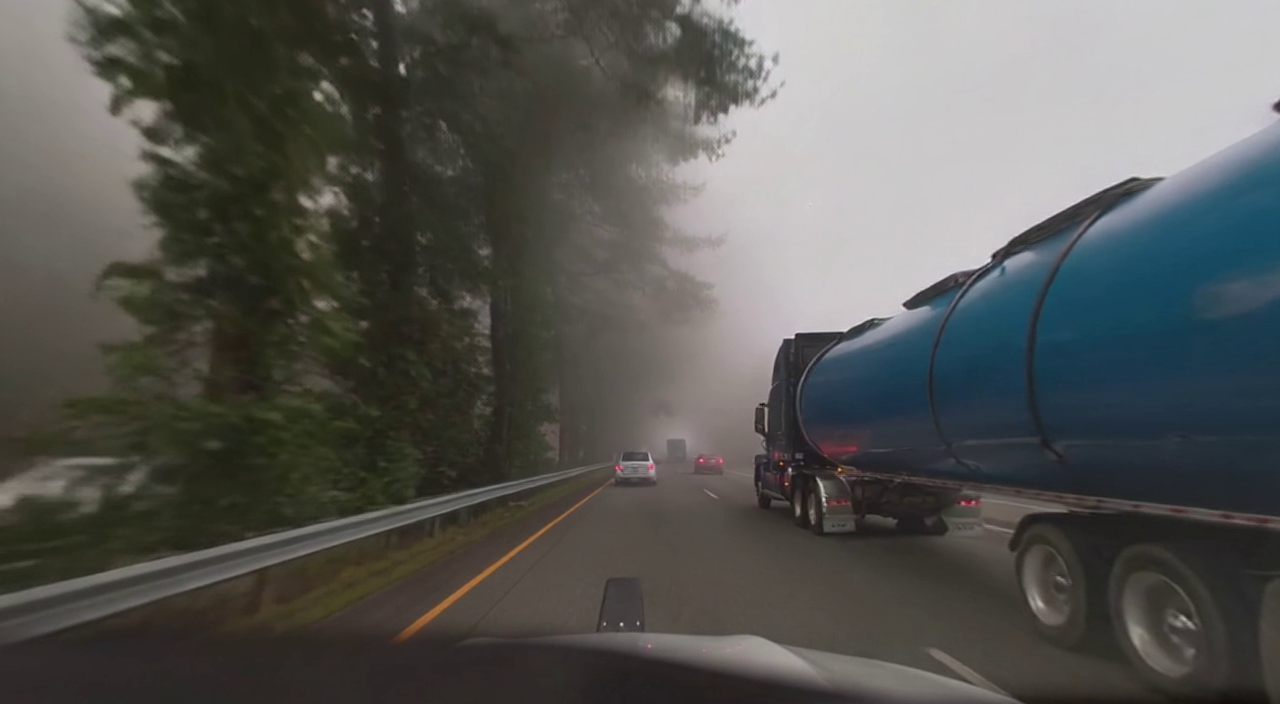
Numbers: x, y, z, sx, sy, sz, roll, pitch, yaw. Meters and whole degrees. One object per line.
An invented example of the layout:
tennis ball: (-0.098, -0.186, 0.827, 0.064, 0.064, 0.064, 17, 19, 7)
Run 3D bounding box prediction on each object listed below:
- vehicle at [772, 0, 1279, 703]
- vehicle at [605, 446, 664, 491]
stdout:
vehicle: (3.911, 0.559, 6.147, 2.694, 3.453, 11.641, 0, -9, 0)
vehicle: (-0.162, 4.220, 23.095, 2.003, 1.490, 3.636, 0, -9, 1)
